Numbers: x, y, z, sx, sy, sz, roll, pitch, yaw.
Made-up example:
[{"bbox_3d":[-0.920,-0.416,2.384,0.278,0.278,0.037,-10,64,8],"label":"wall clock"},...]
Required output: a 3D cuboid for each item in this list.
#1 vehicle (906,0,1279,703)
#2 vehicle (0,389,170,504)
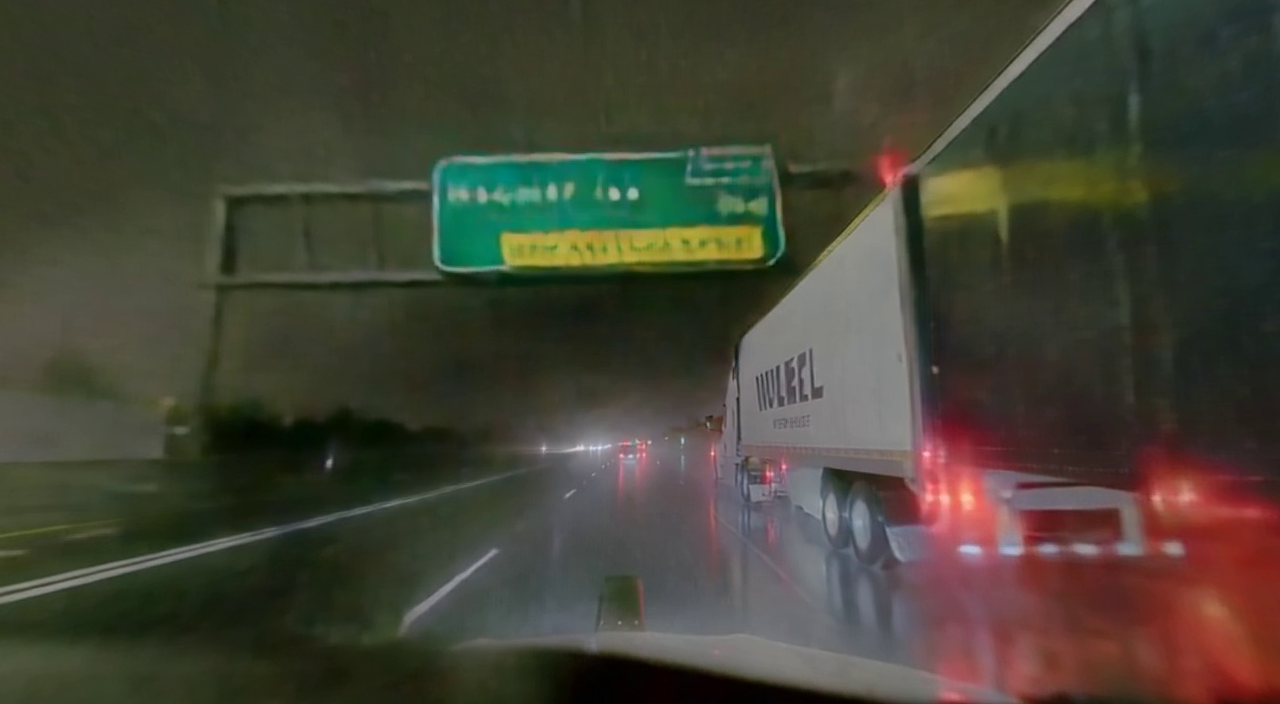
[{"bbox_3d":[3.986,-0.327,1.387,2.869,4.013,8.610,0,-9,0],"label":"vehicle"},{"bbox_3d":[-23.052,3.278,21.639,2.896,3.850,14.049,0,-9,-1],"label":"vehicle"}]
